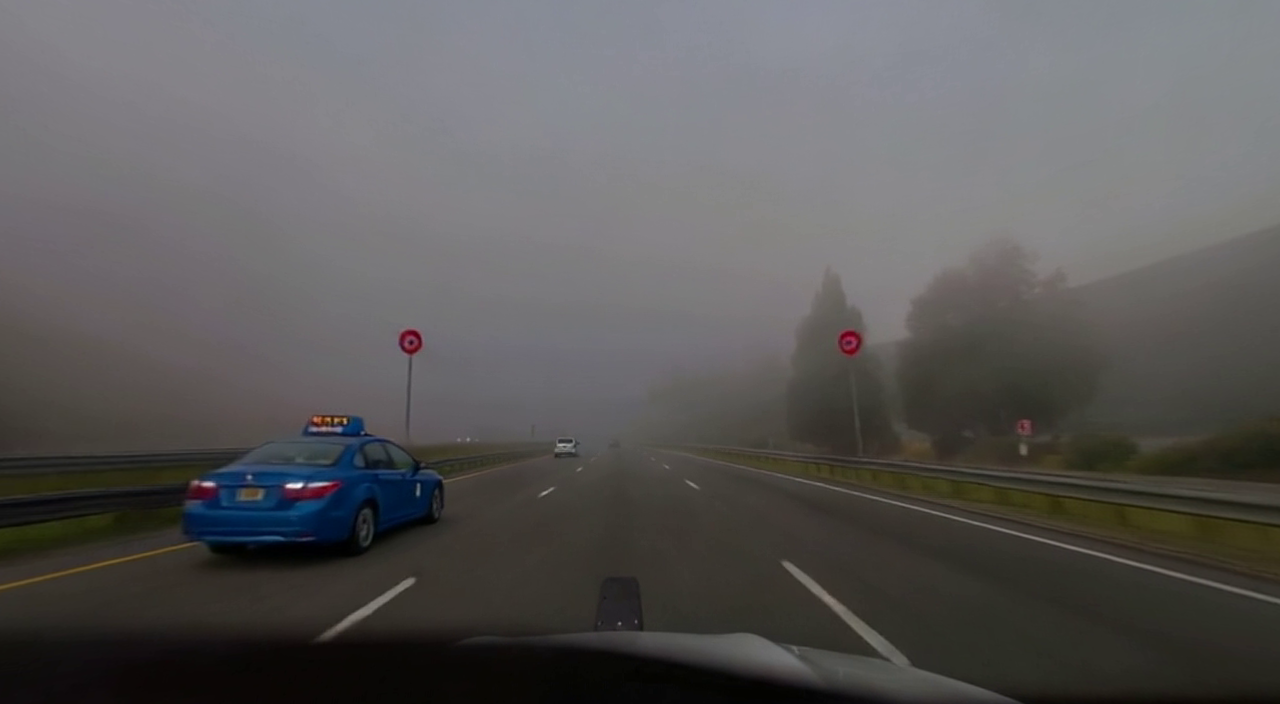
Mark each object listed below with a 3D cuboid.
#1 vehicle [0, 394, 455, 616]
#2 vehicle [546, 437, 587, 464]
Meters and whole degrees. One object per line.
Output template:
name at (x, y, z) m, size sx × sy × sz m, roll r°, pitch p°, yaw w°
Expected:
vehicle at (-3.767, 1.429, 7.010) m, size 2.047 × 1.612 × 4.631 m, roll 0°, pitch -8°, yaw 0°
vehicle at (-3.997, 5.394, 34.917) m, size 1.874 × 1.369 × 3.875 m, roll 0°, pitch -8°, yaw -1°
